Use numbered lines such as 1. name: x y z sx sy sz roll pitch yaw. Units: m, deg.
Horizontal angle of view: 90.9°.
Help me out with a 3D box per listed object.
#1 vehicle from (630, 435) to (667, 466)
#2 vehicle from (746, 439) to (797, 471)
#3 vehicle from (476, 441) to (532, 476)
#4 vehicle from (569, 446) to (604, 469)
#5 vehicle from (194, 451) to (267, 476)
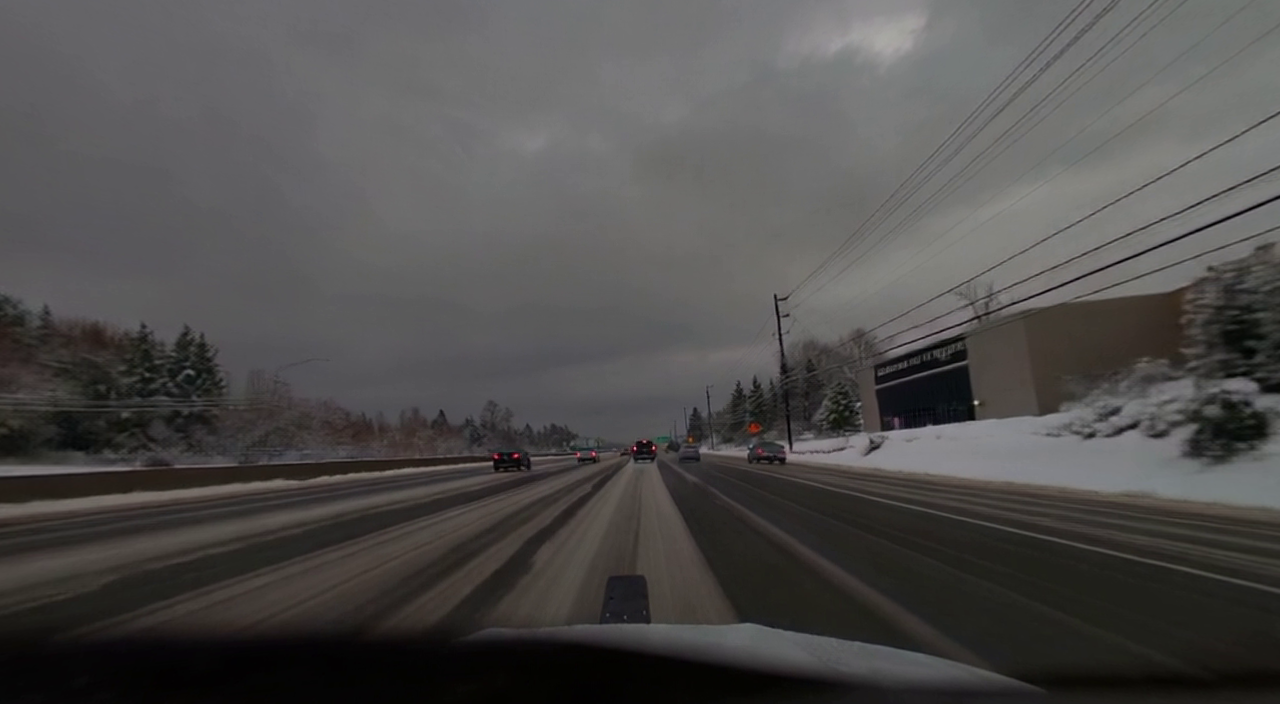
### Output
1. vehicle: 0.605 7.489 47.893 2.622 2.208 5.320 0 -9 -1
2. vehicle: 7.492 5.925 36.409 1.937 1.698 4.322 0 -9 -1
3. vehicle: -7.221 5.705 33.885 2.007 1.732 4.395 -1 -9 1
4. vehicle: -3.671 7.311 43.917 1.979 1.469 4.378 0 -9 0
5. vehicle: -29.708 8.078 45.910 1.977 1.604 4.810 -1 -9 1
